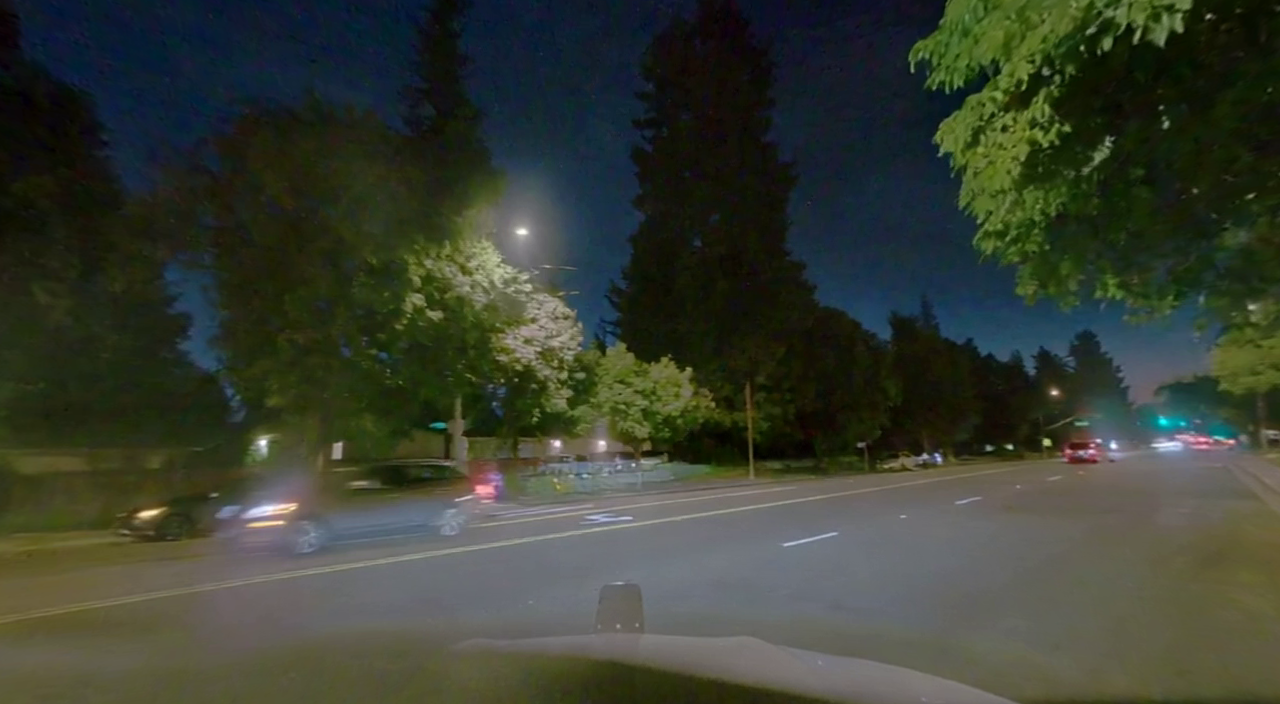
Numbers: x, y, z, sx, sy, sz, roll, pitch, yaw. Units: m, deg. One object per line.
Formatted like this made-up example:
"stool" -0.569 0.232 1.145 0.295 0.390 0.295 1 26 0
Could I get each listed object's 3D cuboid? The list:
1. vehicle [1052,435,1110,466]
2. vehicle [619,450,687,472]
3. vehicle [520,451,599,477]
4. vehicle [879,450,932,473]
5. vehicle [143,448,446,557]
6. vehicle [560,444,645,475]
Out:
"vehicle" 26.704 5.942 38.182 2.115 1.696 4.473 -8 -12 43
"vehicle" 0.907 7.717 44.817 4.326 1.452 2.121 -5 -10 30
"vehicle" -5.078 6.937 39.392 4.937 1.445 2.048 -7 -11 40
"vehicle" 19.021 7.810 45.193 1.936 1.489 4.311 -8 -12 43
"vehicle" -6.602 2.778 12.587 2.024 1.715 4.789 -8 -12 42
"vehicle" -2.604 7.132 42.135 5.866 1.877 2.280 -8 -12 43
